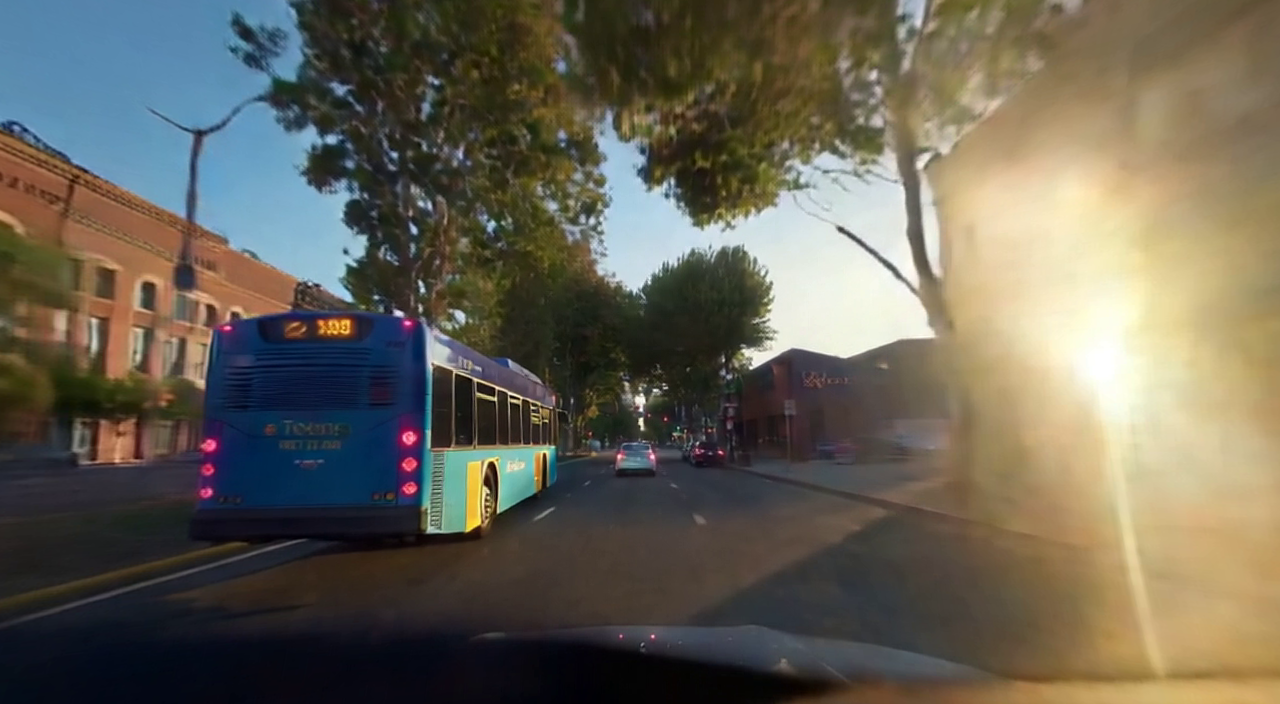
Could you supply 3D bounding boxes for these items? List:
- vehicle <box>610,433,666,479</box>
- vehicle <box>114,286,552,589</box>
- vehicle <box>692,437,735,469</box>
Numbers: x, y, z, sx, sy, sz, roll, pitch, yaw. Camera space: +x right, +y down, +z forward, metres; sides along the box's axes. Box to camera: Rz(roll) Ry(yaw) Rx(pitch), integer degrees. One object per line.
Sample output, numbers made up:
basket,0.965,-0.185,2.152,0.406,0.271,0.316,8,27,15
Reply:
vehicle,-0.038,4.232,25.891,2.120,1.727,3.917,0,-8,1
vehicle,-3.505,1.217,10.357,2.920,2.884,8.588,0,-6,0
vehicle,4.297,5.969,37.500,2.138,1.787,4.522,-1,-8,2
